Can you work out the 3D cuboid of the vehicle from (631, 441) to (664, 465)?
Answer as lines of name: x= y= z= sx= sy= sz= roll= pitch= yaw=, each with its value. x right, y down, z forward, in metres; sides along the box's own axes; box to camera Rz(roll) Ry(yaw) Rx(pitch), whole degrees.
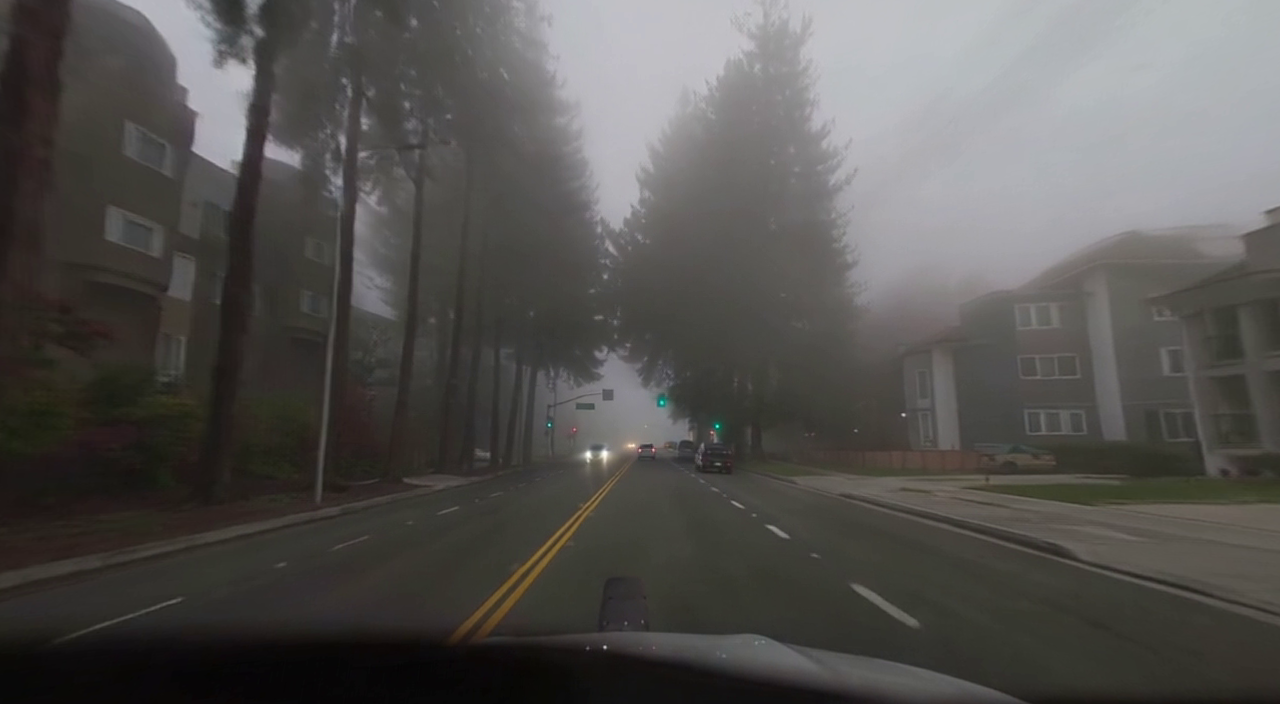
vehicle: x=0.433 y=6.723 z=42.085 sx=2.097 sy=1.463 sz=4.043 roll=0 pitch=-9 yaw=-1

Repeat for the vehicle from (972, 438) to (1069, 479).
vehicle: x=17.983 y=5.035 z=30.005 sx=1.831 sy=1.778 sz=3.787 roll=1 pitch=-9 yaw=-8

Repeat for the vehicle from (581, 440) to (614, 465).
vehicle: x=-2.856 y=6.860 z=43.003 sx=1.954 sy=1.618 sz=4.050 roll=0 pitch=-9 yaw=1

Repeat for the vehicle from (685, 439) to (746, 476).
vehicle: x=3.249 y=4.662 z=28.063 sx=2.078 sy=1.488 sz=4.741 roll=0 pitch=-9 yaw=-1
